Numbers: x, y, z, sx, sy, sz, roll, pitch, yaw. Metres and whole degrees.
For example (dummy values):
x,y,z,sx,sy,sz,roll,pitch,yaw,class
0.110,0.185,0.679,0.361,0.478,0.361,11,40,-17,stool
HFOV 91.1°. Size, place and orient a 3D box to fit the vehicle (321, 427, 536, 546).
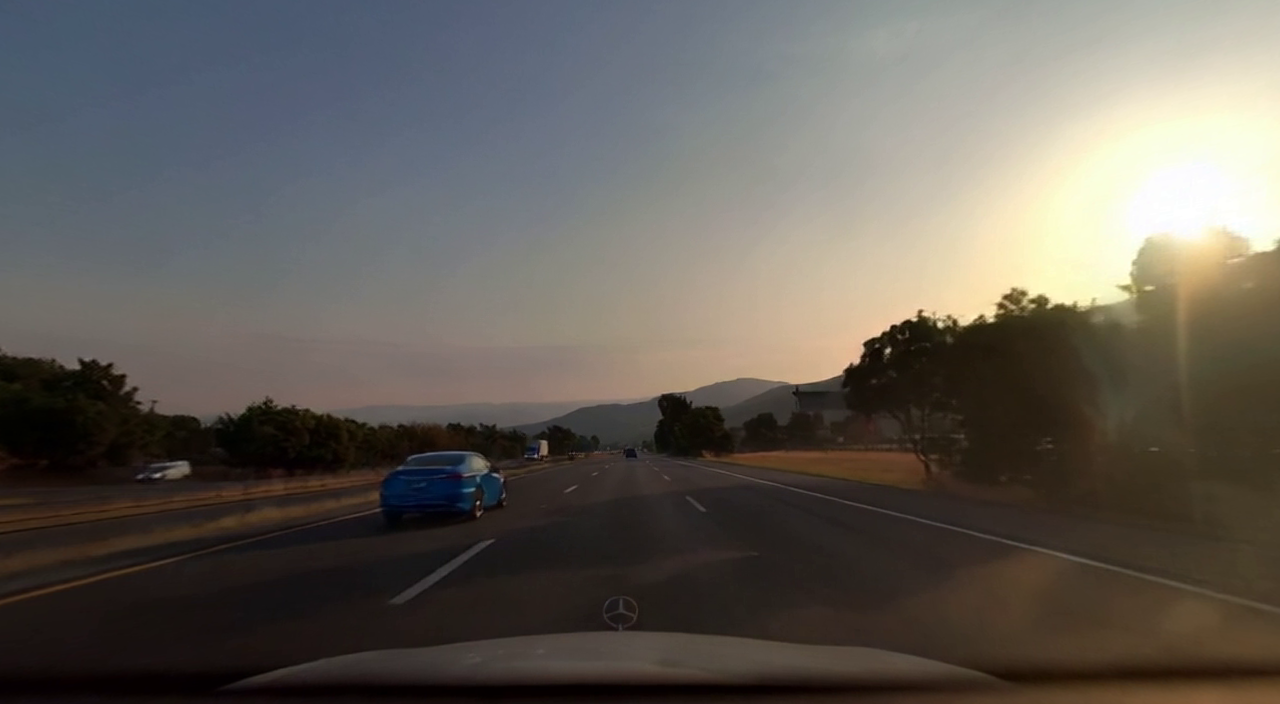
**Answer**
x,y,z,sx,sy,sz,roll,pitch,yaw,class
-3.246,2.175,10.848,2.069,1.573,4.589,0,-9,0,vehicle
